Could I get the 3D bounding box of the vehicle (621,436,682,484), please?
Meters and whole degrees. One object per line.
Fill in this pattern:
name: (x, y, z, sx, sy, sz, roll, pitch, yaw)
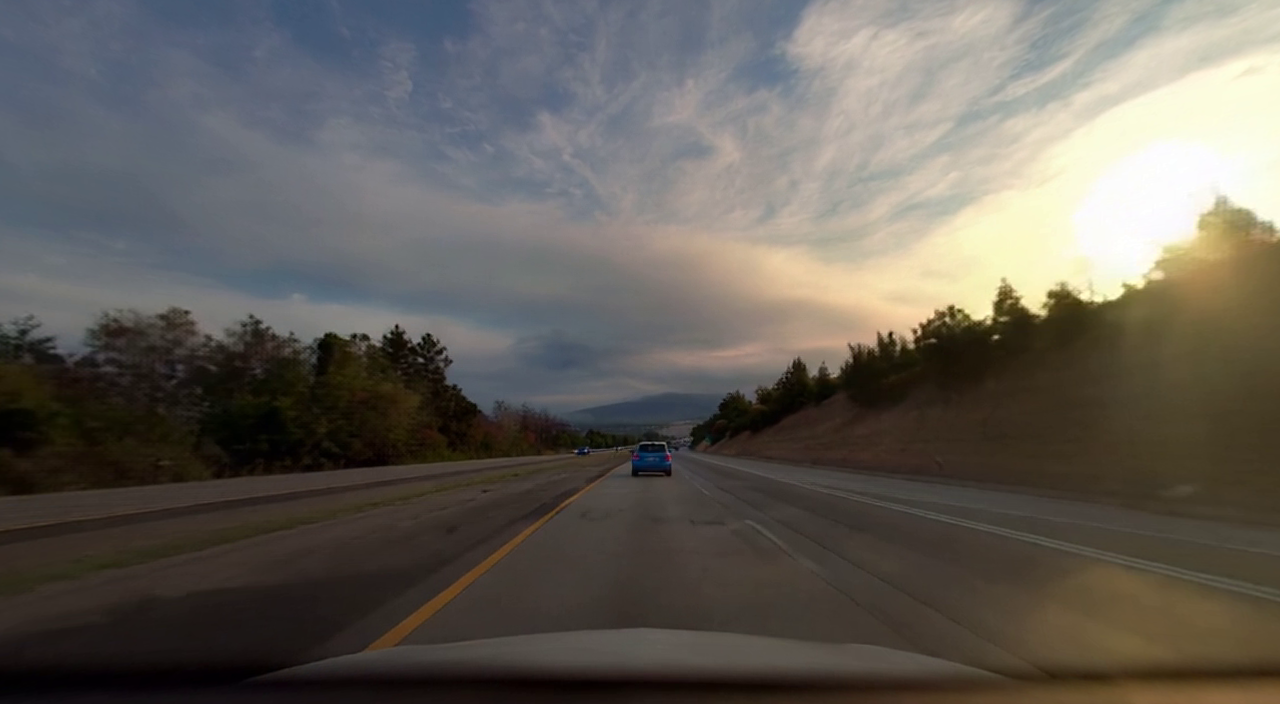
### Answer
vehicle: (0.413, 4.182, 24.610, 2.190, 1.706, 4.062, 0, -9, 0)
